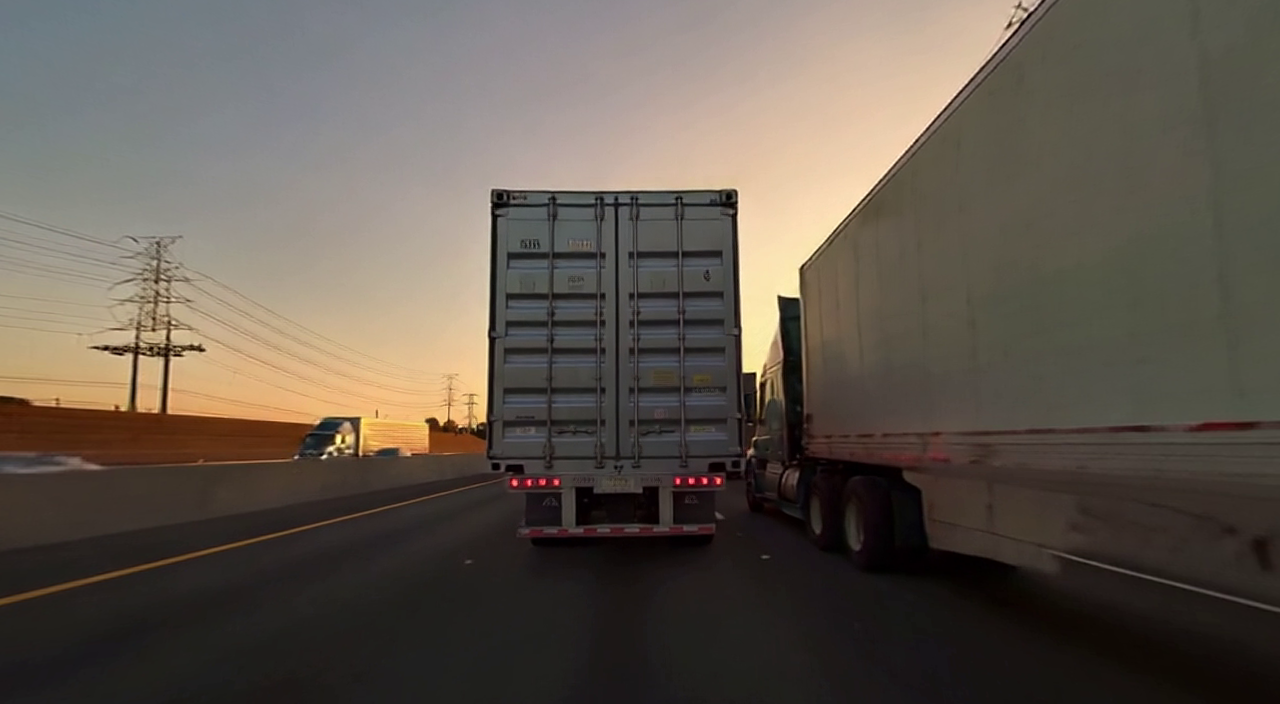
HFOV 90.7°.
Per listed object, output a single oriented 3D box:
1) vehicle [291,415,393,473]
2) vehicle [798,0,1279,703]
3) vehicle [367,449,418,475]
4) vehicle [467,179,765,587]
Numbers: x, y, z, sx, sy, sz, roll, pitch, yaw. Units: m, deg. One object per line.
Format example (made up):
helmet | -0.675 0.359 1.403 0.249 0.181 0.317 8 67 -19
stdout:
vehicle | -20.441 6.425 44.155 3.024 3.645 8.371 0 -8 -1
vehicle | 3.667 -0.343 2.058 2.797 4.023 13.066 0 -8 -1
vehicle | -14.102 6.264 36.260 1.543 1.373 3.317 -1 -8 1
vehicle | -0.199 1.101 12.291 2.841 4.071 12.046 -1 -8 0
